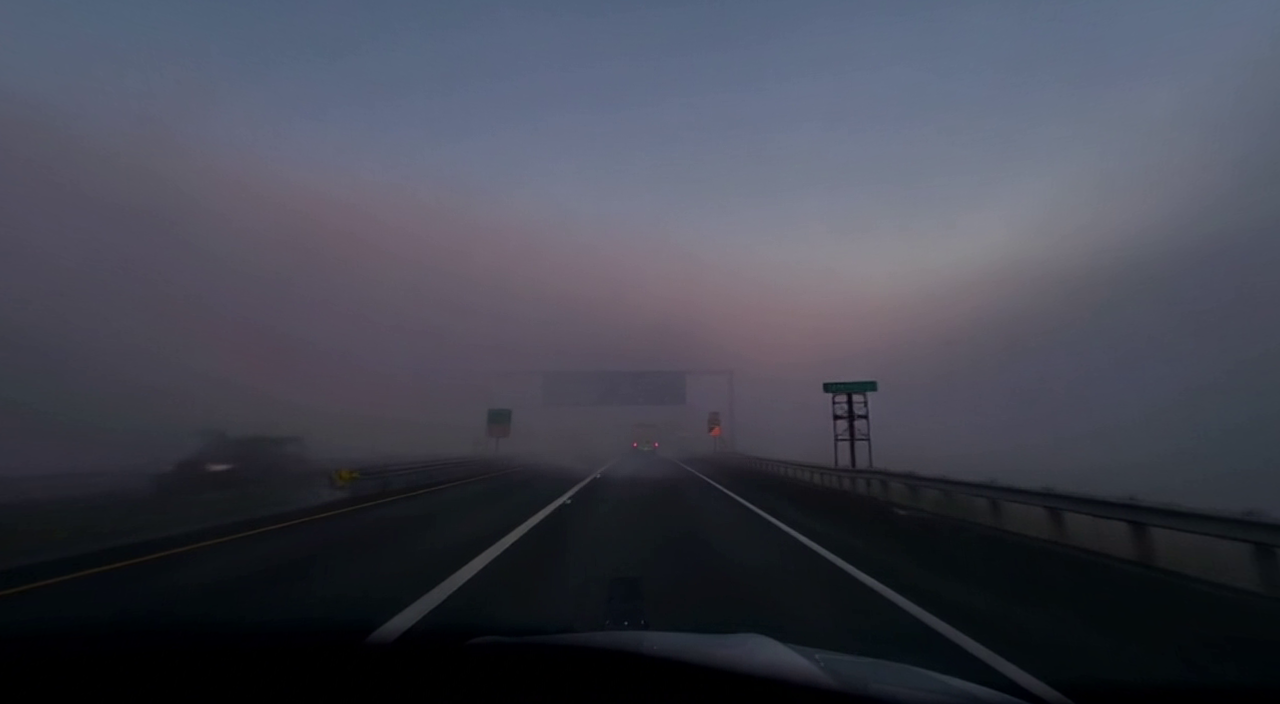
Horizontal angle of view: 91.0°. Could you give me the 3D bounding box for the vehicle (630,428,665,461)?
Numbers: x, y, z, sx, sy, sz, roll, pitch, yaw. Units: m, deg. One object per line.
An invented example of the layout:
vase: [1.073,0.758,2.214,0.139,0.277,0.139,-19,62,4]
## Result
vehicle: [0.535,6.398,43.465,2.277,2.109,4.922,0,-8,1]
